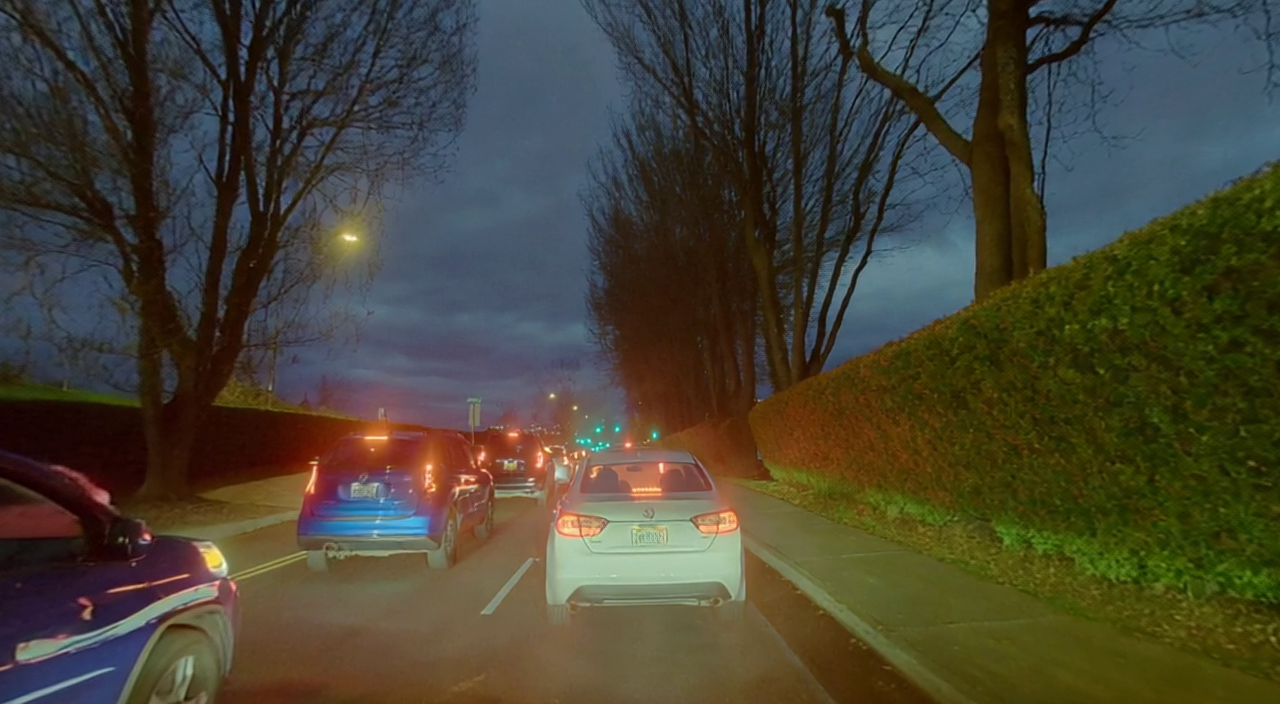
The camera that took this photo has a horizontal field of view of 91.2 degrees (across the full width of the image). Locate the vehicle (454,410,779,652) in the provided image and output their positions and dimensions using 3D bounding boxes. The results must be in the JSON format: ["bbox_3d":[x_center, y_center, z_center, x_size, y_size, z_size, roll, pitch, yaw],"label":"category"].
[{"bbox_3d":[-0.177,1.503,6.244,2.154,1.581,4.007,0,-9,-1],"label":"vehicle"}]

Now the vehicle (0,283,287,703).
[{"bbox_3d":[-3.285,0.682,1.263,2.205,1.913,5.327,-6,-8,-2],"label":"vehicle"}]

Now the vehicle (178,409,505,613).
[{"bbox_3d":[-3.416,1.860,8.331,2.256,1.728,4.421,-6,-8,-2],"label":"vehicle"}]
